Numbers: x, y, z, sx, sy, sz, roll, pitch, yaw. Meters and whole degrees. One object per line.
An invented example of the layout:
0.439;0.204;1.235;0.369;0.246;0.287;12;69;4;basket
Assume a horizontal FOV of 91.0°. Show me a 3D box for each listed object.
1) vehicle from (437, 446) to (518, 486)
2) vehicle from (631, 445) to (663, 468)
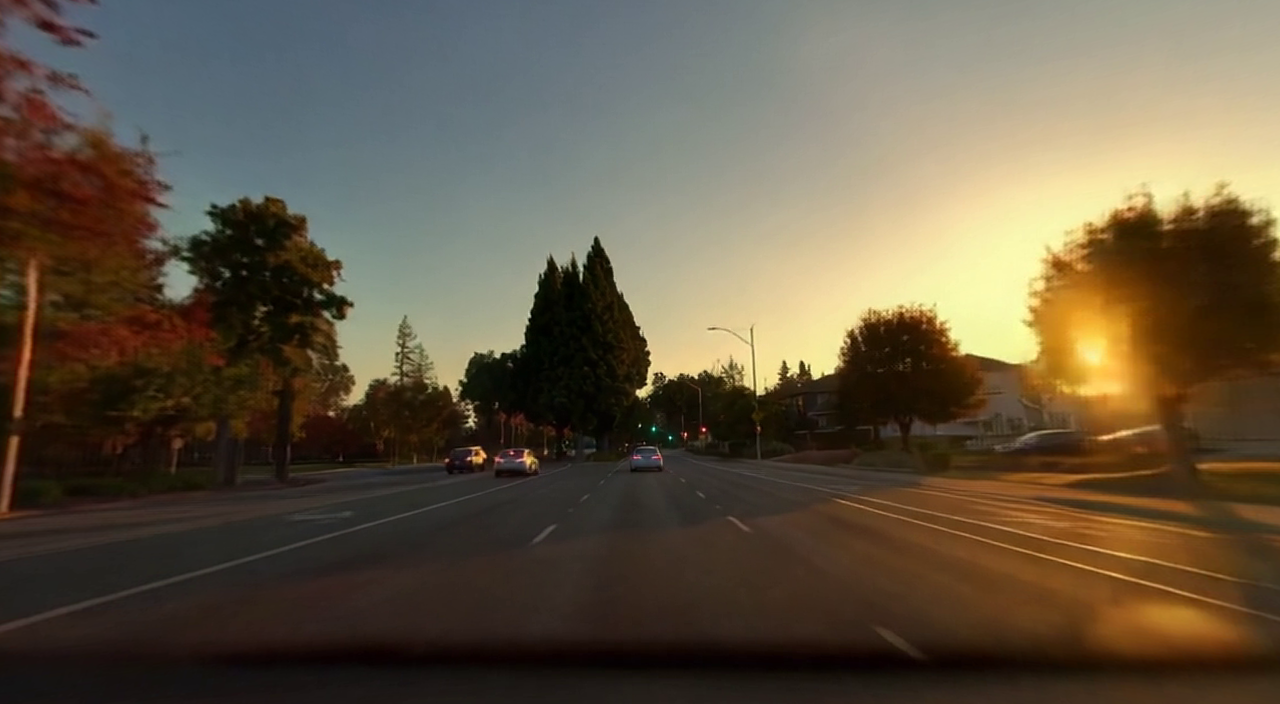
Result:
-6.459;4.577;25.554;2.014;1.472;4.357;0;-9;2;vehicle
0.472;7.322;44.125;2.106;1.517;4.375;0;-9;0;vehicle
